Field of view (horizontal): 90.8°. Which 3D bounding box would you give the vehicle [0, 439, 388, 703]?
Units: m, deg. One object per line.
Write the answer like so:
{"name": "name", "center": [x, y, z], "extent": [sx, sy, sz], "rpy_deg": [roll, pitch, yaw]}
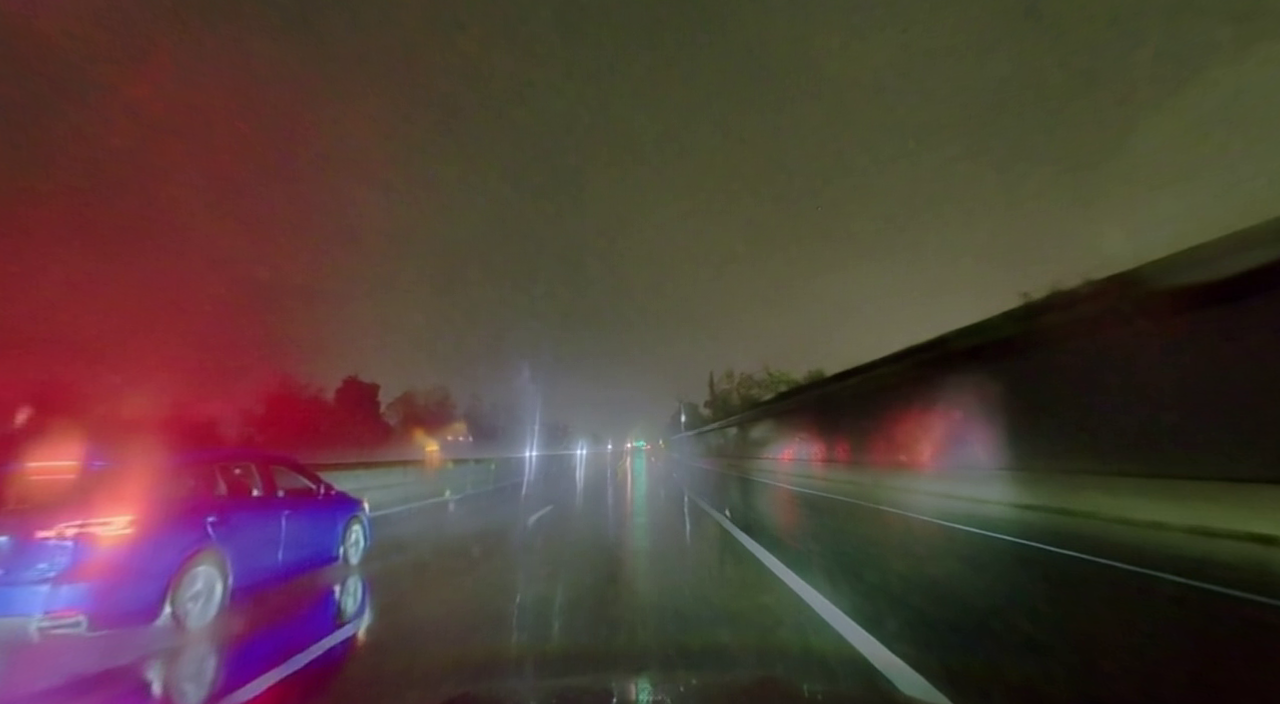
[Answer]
{"name": "vehicle", "center": [-3.926, 1.516, 5.352], "extent": [1.935, 1.479, 3.787], "rpy_deg": [0, -9, 1]}
